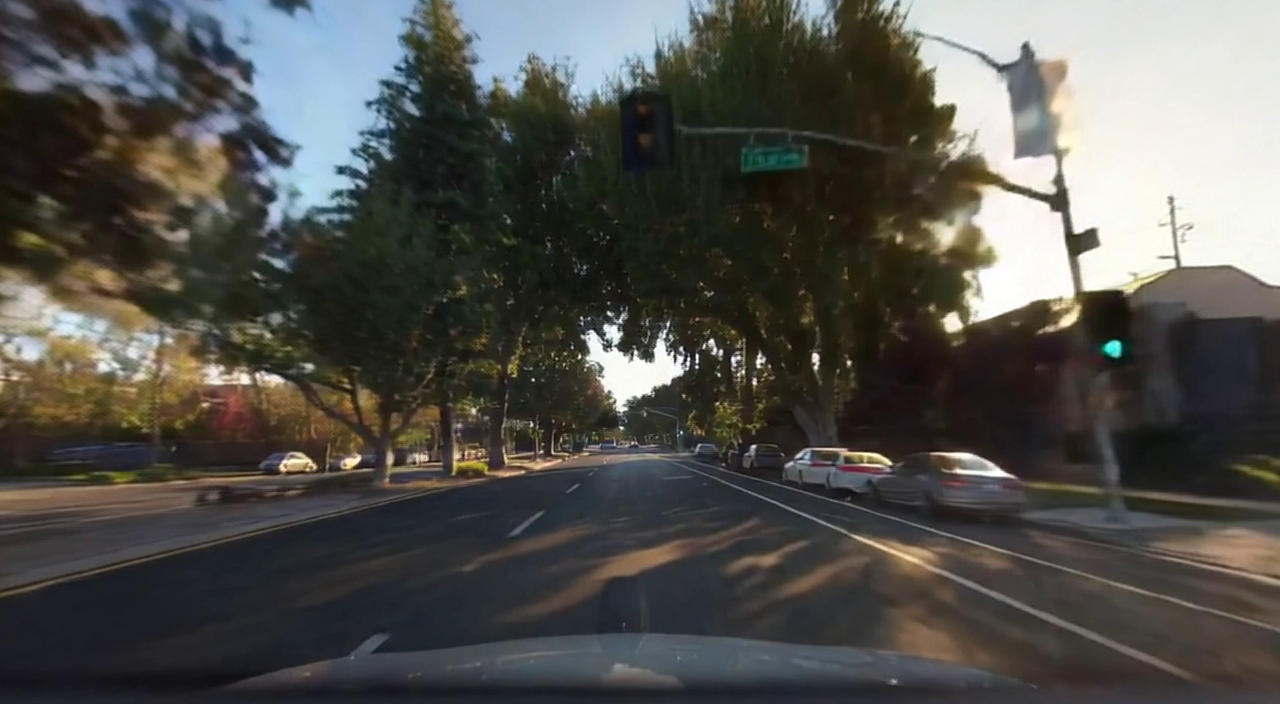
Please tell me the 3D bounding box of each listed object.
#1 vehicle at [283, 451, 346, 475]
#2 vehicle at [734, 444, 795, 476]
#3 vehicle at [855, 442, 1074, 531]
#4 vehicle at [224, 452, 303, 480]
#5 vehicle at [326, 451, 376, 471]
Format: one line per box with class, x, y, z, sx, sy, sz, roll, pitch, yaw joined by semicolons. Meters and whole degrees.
vehicle;-22.196;7.570;43.040;1.810;1.490;4.783;0;-9;-1
vehicle;6.170;5.406;31.590;1.945;1.481;4.421;1;-9;-3
vehicle;6.309;2.639;13.028;1.922;1.494;4.772;0;-9;-1
vehicle;-22.199;6.705;37.233;1.902;1.478;4.755;0;-9;-2
vehicle;-22.230;8.393;48.463;1.785;1.461;4.377;0;-9;0
